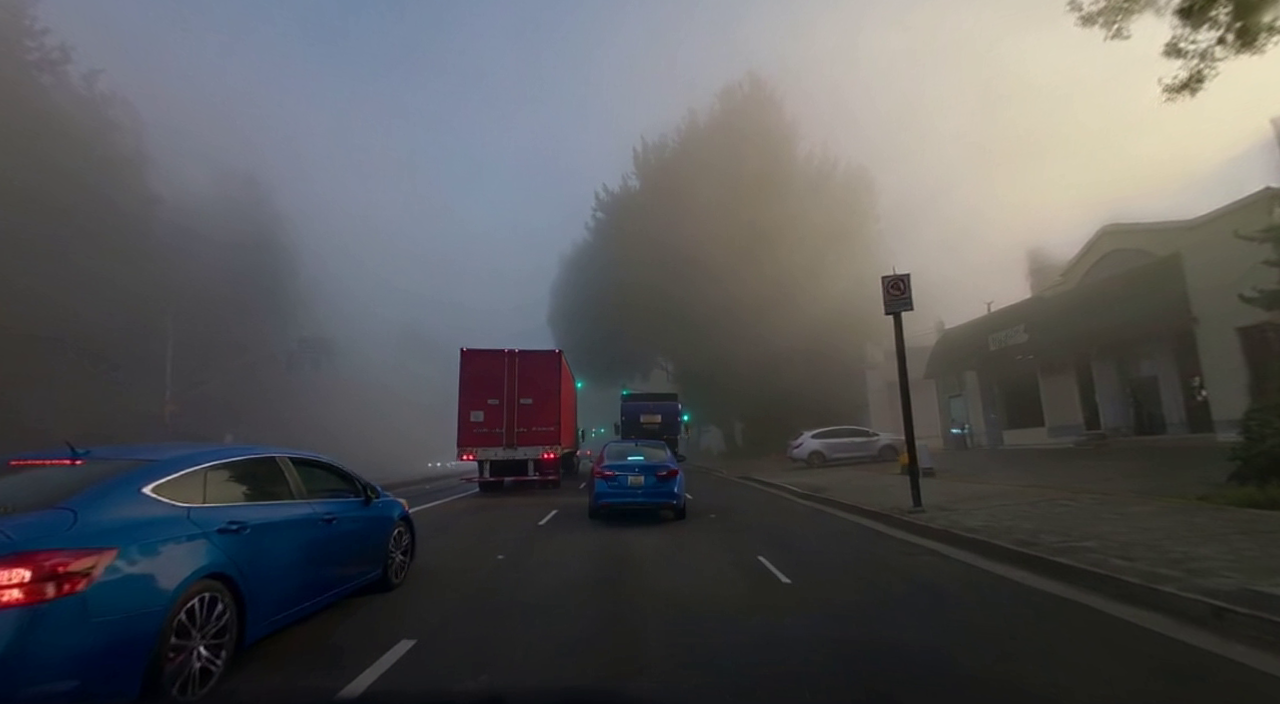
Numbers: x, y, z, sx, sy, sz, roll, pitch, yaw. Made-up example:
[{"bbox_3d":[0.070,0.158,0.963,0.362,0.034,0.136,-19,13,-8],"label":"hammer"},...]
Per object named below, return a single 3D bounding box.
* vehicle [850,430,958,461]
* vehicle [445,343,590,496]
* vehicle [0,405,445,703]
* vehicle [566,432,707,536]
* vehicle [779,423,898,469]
[{"bbox_3d":[13.255,4.725,31.750,4.574,1.478,1.880,0,-8,3],"label":"vehicle"},{"bbox_3d":[-3.291,2.169,19.159,3.020,3.800,7.105,0,-8,-1],"label":"vehicle"},{"bbox_3d":[-3.052,1.236,4.375,1.969,1.471,4.378,0,-8,0],"label":"vehicle"},{"bbox_3d":[-0.088,2.246,11.331,2.067,1.506,4.118,0,-8,-1],"label":"vehicle"},{"bbox_3d":[8.812,4.232,28.341,2.061,1.845,4.829,6,-10,-34],"label":"vehicle"}]
